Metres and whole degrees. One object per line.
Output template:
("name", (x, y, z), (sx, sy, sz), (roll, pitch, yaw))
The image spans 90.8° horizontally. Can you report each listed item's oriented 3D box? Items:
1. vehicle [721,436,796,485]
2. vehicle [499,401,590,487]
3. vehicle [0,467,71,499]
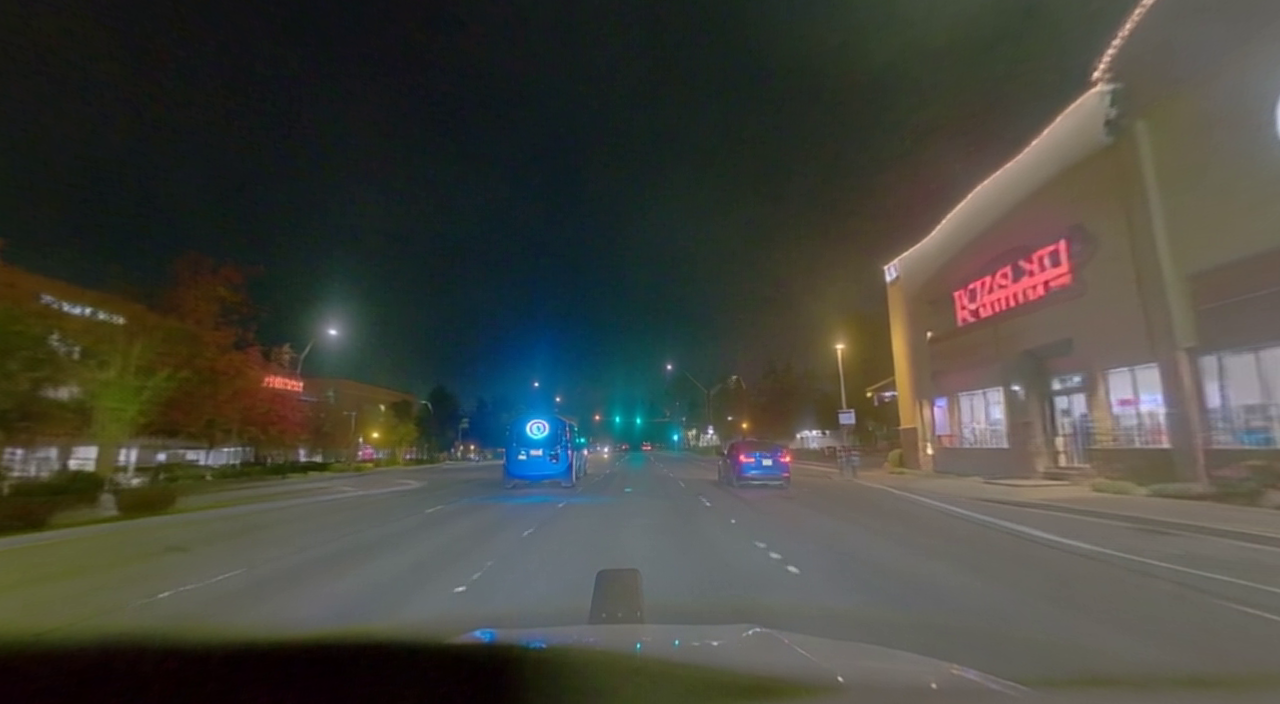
("vehicle", (4.304, 4.005, 23.645), (1.869, 1.646, 4.166), (0, -9, -1))
("vehicle", (-3.355, 3.437, 23.648), (2.443, 2.784, 5.862), (0, -9, 1))
("vehicle", (-31.542, 6.559, 31.705), (3.955, 1.432, 1.868), (4, -9, -28))
